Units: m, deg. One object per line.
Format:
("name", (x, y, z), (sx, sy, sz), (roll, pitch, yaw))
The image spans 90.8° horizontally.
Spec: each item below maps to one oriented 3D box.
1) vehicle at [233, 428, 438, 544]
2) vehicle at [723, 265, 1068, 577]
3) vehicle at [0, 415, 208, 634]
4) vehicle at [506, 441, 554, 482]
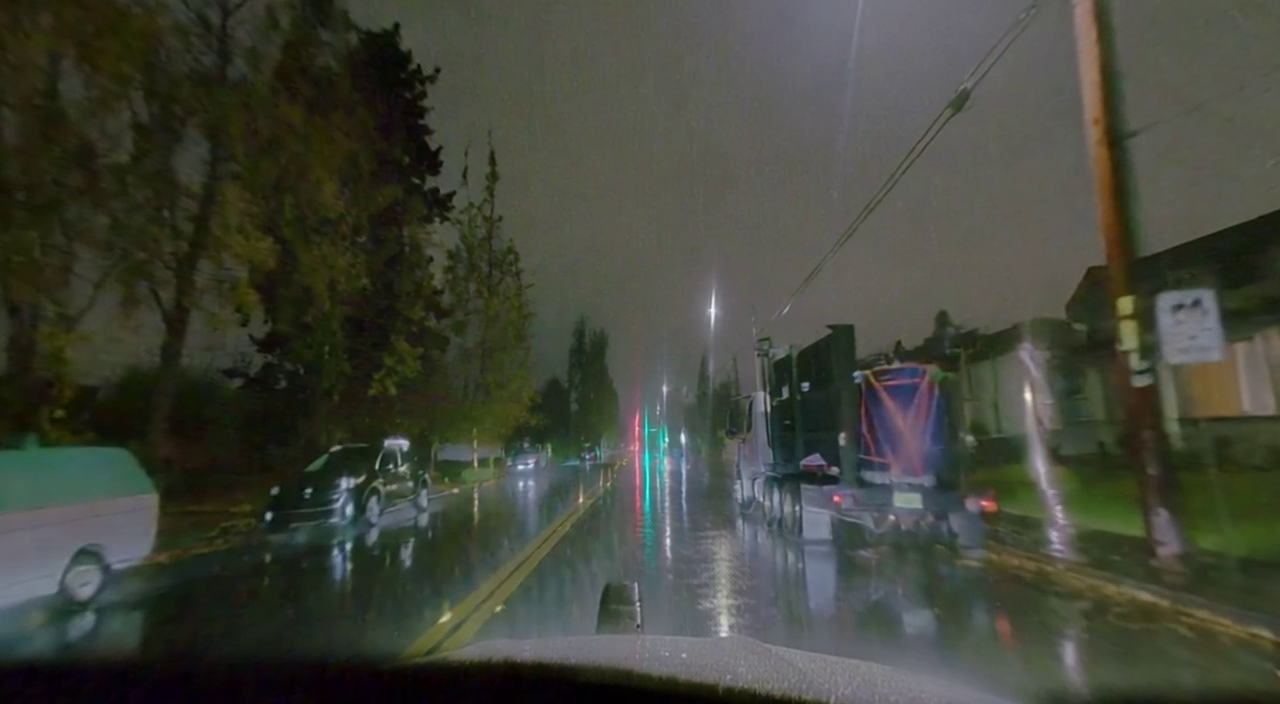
("vehicle", (-6.202, 2.724, 13.625), (2.210, 1.849, 4.638), (-5, -8, -1))
("vehicle", (3.200, 1.179, 10.250), (2.750, 3.440, 6.535), (0, -8, 0))
("vehicle", (-6.475, 1.521, 5.297), (2.312, 1.790, 5.067), (-4, -8, -2))
("vehicle", (-5.739, 5.712, 33.429), (2.087, 1.835, 4.445), (-2, -7, -5))
